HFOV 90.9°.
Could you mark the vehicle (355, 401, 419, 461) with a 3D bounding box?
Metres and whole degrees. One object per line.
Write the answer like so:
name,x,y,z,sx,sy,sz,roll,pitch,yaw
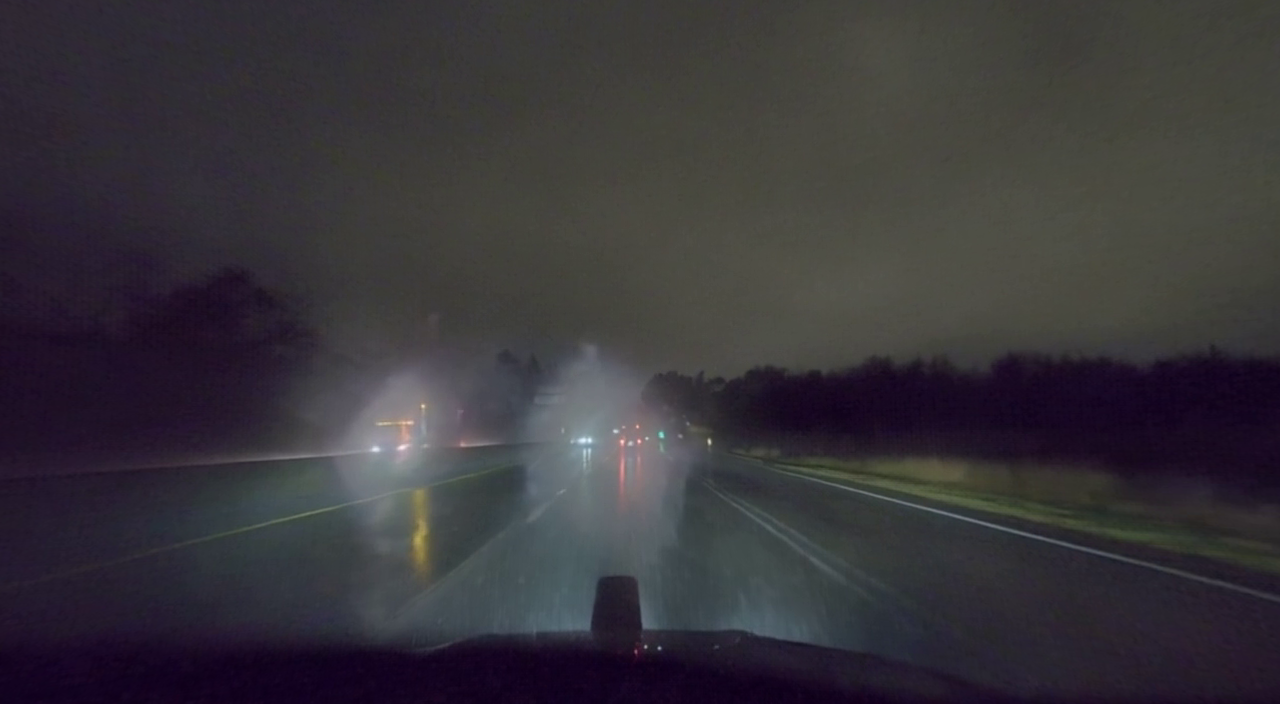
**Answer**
vehicle,-17.627,5.553,44.156,2.997,4.001,3.458,0,-8,-2
